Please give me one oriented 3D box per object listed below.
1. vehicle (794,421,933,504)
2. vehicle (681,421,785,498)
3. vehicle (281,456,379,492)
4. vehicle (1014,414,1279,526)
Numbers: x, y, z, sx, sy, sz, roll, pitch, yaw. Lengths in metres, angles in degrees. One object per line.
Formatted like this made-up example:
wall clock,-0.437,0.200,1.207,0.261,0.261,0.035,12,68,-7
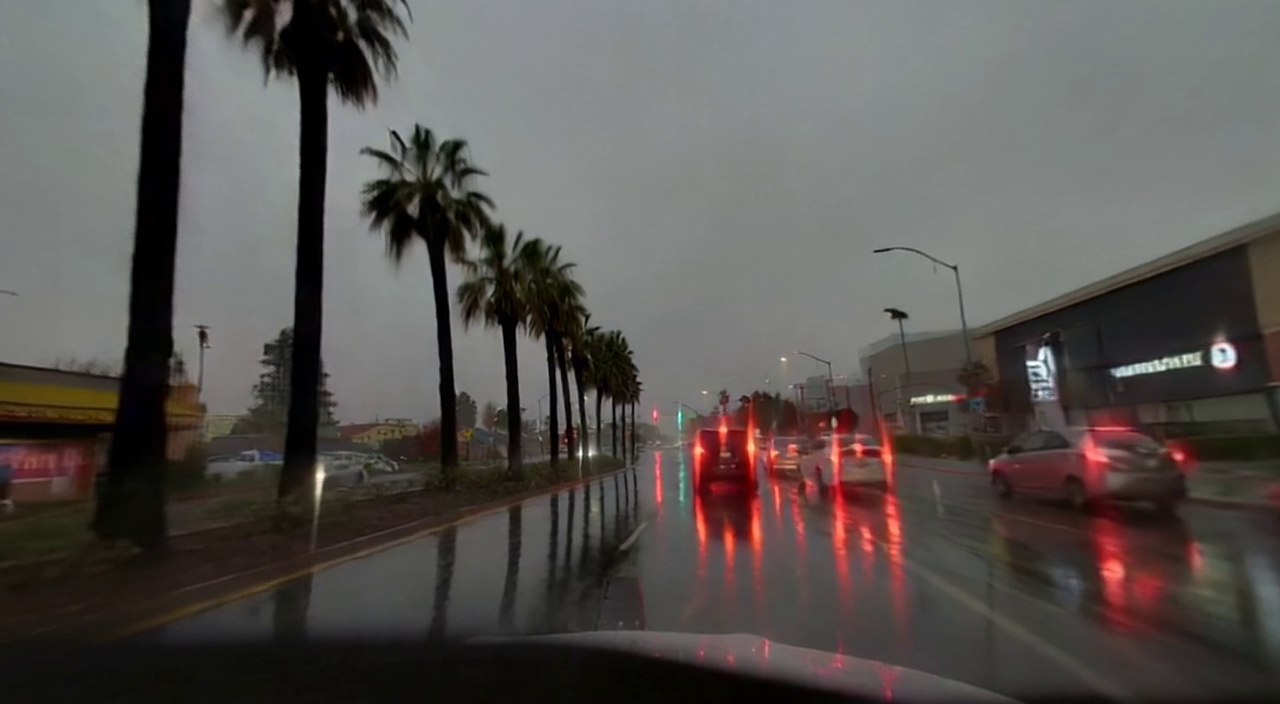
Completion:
vehicle,5.427,2.761,16.068,2.187,1.777,4.444,-1,-9,4
vehicle,2.423,2.953,17.590,2.428,1.816,4.959,-1,-9,5
vehicle,-14.266,5.628,29.416,1.857,1.446,4.615,-3,-9,6
vehicle,9.298,2.136,11.880,1.881,1.658,4.595,-1,-9,3
